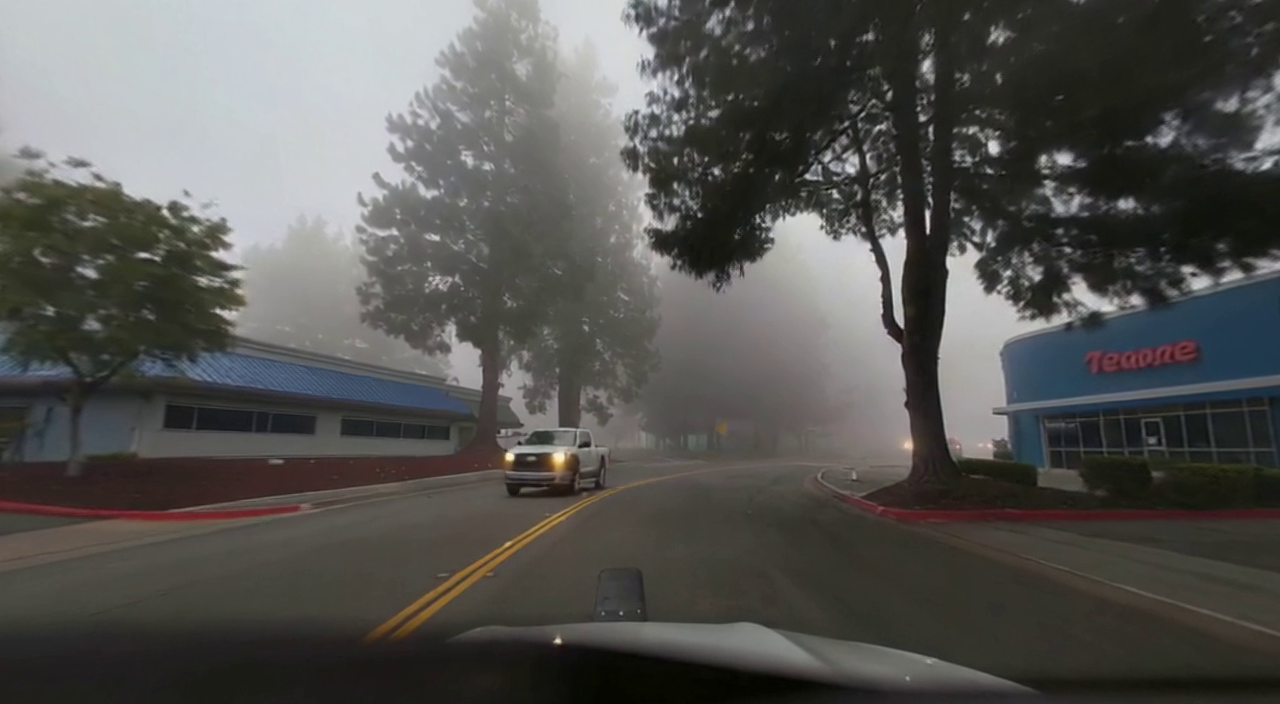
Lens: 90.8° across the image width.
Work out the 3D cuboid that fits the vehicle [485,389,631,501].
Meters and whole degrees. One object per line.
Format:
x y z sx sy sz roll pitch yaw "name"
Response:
-2.207 2.924 19.966 2.489 2.884 6.940 -2 -9 11 "vehicle"
